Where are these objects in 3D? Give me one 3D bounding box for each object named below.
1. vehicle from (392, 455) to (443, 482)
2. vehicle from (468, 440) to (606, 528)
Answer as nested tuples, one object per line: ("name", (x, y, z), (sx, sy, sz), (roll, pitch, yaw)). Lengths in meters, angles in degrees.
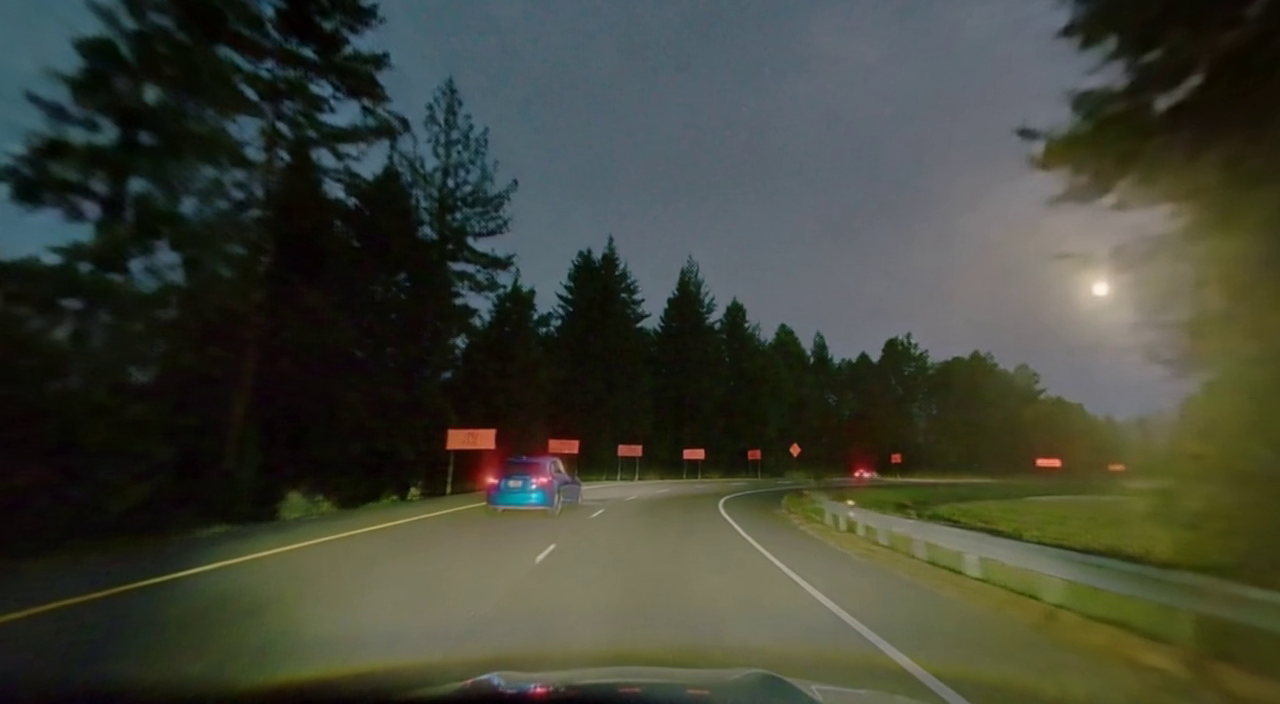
("vehicle", (-13.086, 6.899, 37.333), (1.758, 1.470, 3.823), (1, -10, -3))
("vehicle", (-2.139, 2.969, 14.564), (1.997, 1.692, 4.422), (-1, -10, 6))
